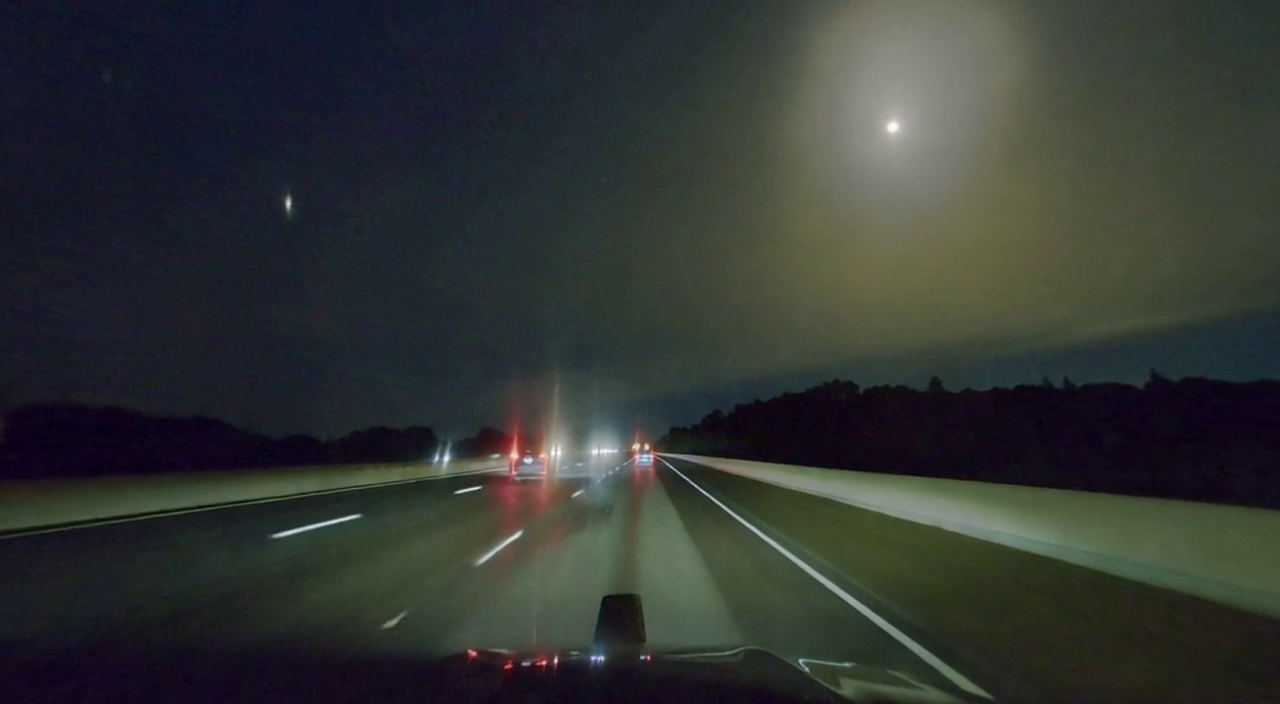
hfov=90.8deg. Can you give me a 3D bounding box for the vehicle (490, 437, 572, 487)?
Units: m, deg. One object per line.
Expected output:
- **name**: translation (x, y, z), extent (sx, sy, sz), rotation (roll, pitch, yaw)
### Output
- **vehicle**: translation (-4.150, 4.315, 25.030), extent (2.272, 1.759, 5.058), rotation (0, -9, 1)
